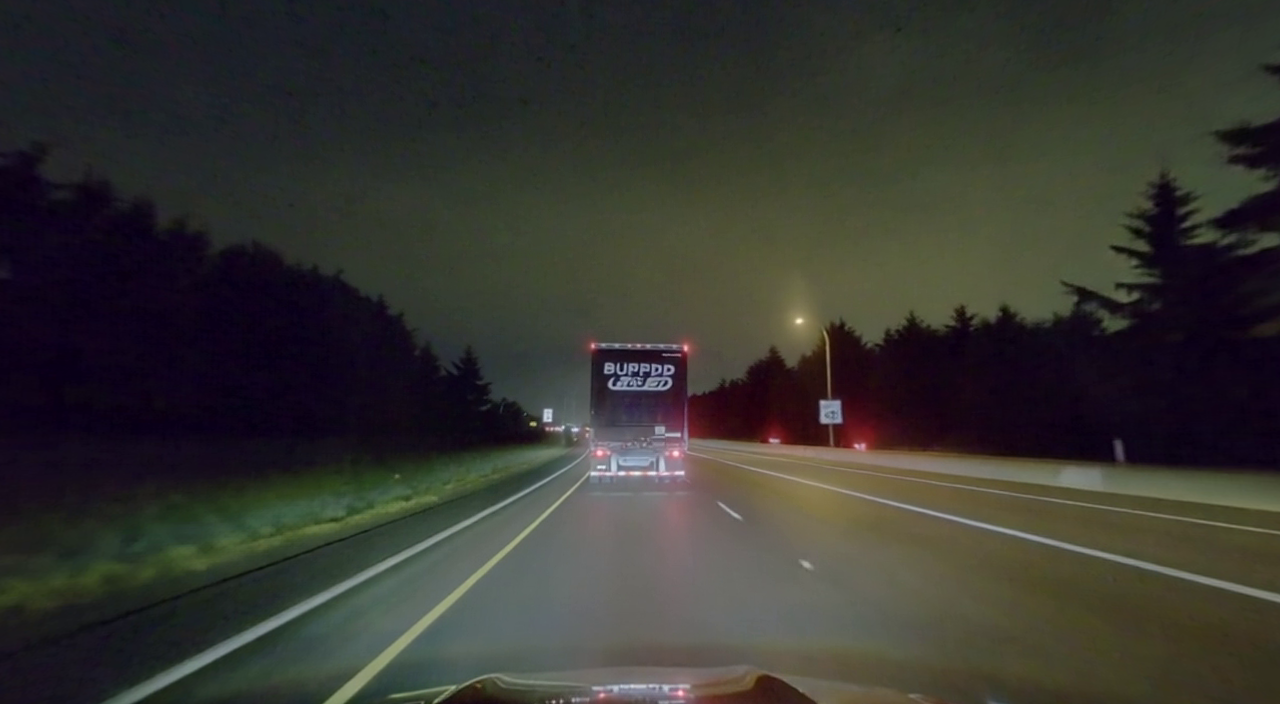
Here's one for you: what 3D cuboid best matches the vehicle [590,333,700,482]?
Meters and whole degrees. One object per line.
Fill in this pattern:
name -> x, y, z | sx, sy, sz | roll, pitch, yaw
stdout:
vehicle -> 0.023, 2.023, 20.839 | 2.870, 3.911, 8.697 | 0, -8, -1
